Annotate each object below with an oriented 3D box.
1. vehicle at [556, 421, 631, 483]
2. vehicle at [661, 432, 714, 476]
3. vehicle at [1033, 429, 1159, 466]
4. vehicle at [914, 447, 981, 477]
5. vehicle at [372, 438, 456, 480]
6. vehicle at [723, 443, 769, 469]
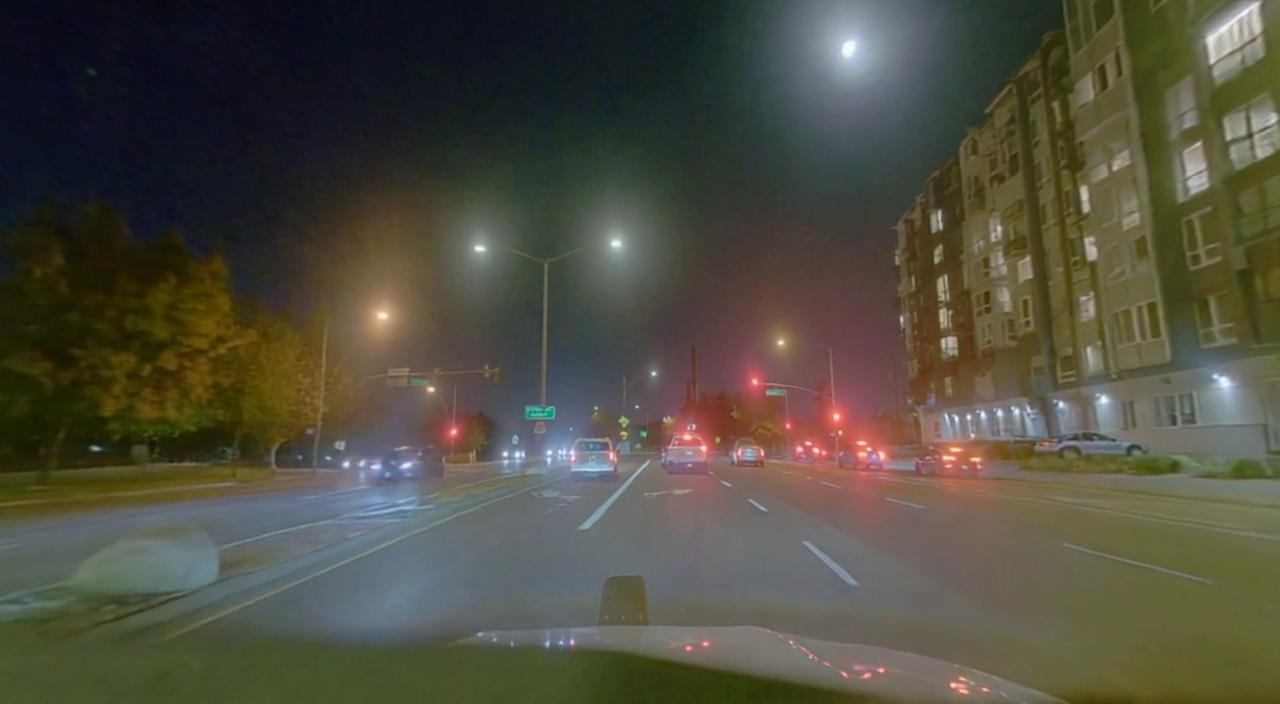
[{"bbox_3d":[-1.643,3.839,24.382,2.396,2.143,4.824,0,-8,2],"label":"vehicle"},{"bbox_3d":[2.080,4.610,28.628,2.222,1.841,4.031,-1,-8,2],"label":"vehicle"},{"bbox_3d":[24.869,5.234,34.580,5.050,1.756,2.206,-3,-9,4],"label":"vehicle"},{"bbox_3d":[15.842,5.654,32.674,1.706,1.474,3.761,-1,-8,3],"label":"vehicle"},{"bbox_3d":[-10.355,4.926,29.352,2.098,1.760,4.654,0,-8,1],"label":"vehicle"},{"bbox_3d":[6.350,6.247,38.182,2.075,1.486,4.316,0,-8,1],"label":"vehicle"}]
